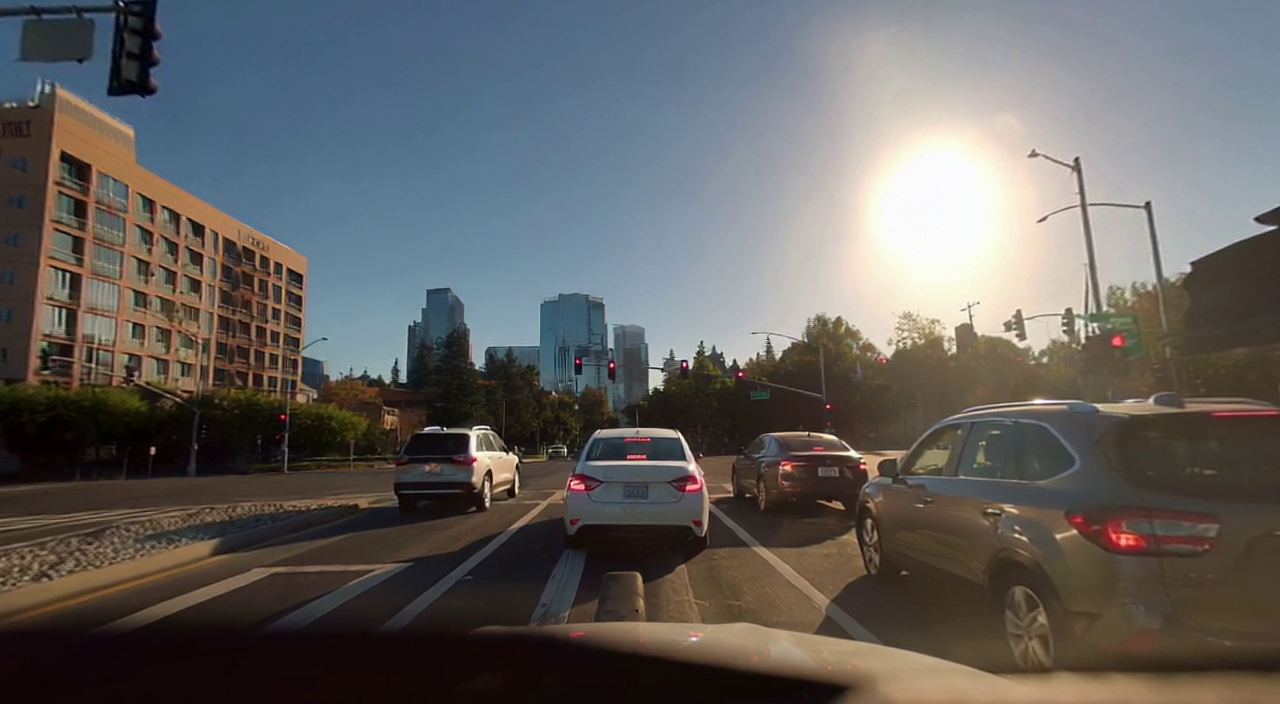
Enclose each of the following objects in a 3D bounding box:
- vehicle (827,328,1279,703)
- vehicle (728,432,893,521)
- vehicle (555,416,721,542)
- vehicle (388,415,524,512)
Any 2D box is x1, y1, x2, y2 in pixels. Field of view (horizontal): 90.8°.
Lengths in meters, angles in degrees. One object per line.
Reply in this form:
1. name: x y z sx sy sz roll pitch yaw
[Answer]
1. vehicle: 3.021 1.073 4.287 2.103 1.701 4.294 0 -8 -1
2. vehicle: 3.157 2.411 12.804 2.001 1.463 4.398 0 -8 -2
3. vehicle: -0.074 1.981 10.433 2.188 1.637 4.027 0 -8 -1
4. vehicle: -3.957 2.475 14.459 2.021 1.837 4.448 1 -8 -4
